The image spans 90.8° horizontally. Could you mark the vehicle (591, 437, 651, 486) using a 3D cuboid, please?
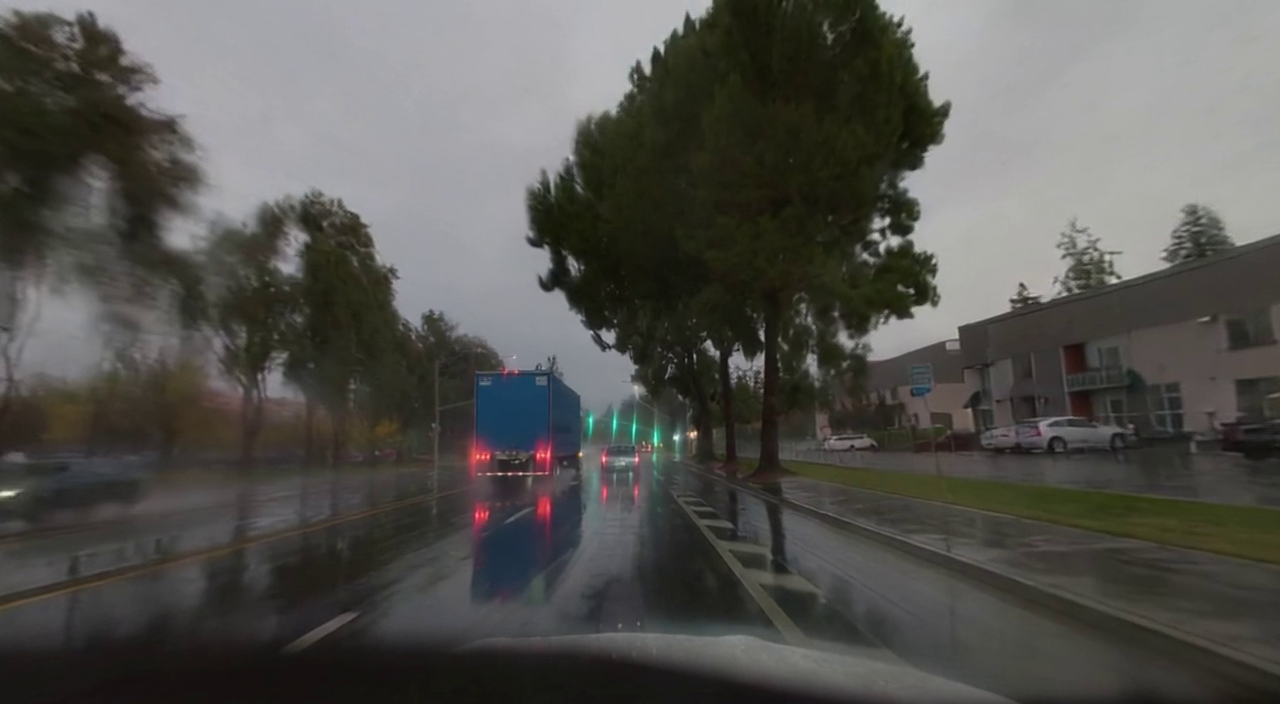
[{"bbox_3d":[-0.663,4.101,23.984,2.094,1.682,3.866,0,-9,0],"label":"vehicle"}]

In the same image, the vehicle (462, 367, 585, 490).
[{"bbox_3d":[-4.131,3.180,25.254,2.996,3.902,10.410,0,-9,0],"label":"vehicle"}]

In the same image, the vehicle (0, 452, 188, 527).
[{"bbox_3d":[-13.969,3.325,15.847,1.993,1.568,4.645,-1,-9,-3],"label":"vehicle"}]
